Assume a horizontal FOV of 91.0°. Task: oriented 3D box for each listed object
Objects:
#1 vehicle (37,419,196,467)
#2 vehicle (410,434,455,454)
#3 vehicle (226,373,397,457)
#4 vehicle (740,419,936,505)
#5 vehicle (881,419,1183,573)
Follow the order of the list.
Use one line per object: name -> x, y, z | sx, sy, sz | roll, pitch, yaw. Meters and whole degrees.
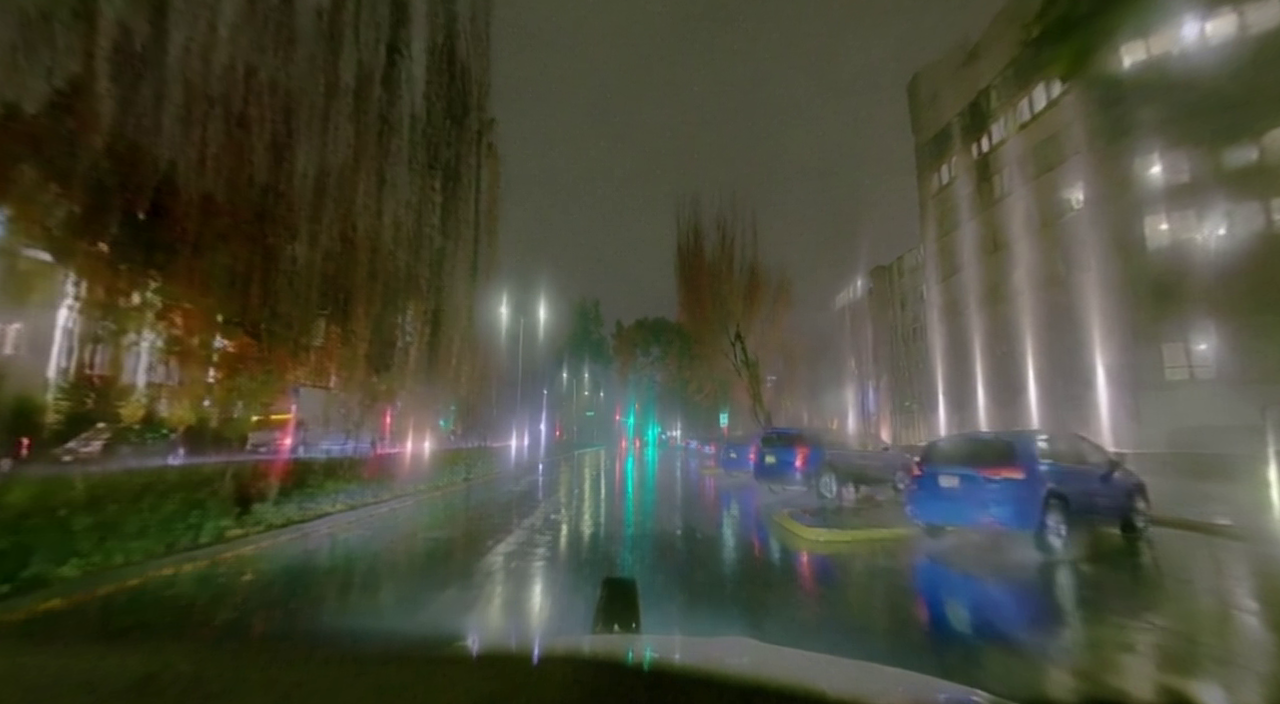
vehicle -> -18.714, 3.293, 22.841 | 1.909, 1.518, 4.459 | -1, -8, 0
vehicle -> -15.914, 7.106, 48.612 | 1.909, 1.465, 4.758 | 0, -8, -1
vehicle -> -19.045, 4.122, 38.369 | 3.054, 4.140, 14.110 | -1, -8, -1
vehicle -> 4.648, 2.450, 14.523 | 4.585, 1.660, 1.969 | 6, -10, -37
vehicle -> 5.097, 1.626, 7.970 | 4.275, 1.428, 1.774 | 6, -10, -38
